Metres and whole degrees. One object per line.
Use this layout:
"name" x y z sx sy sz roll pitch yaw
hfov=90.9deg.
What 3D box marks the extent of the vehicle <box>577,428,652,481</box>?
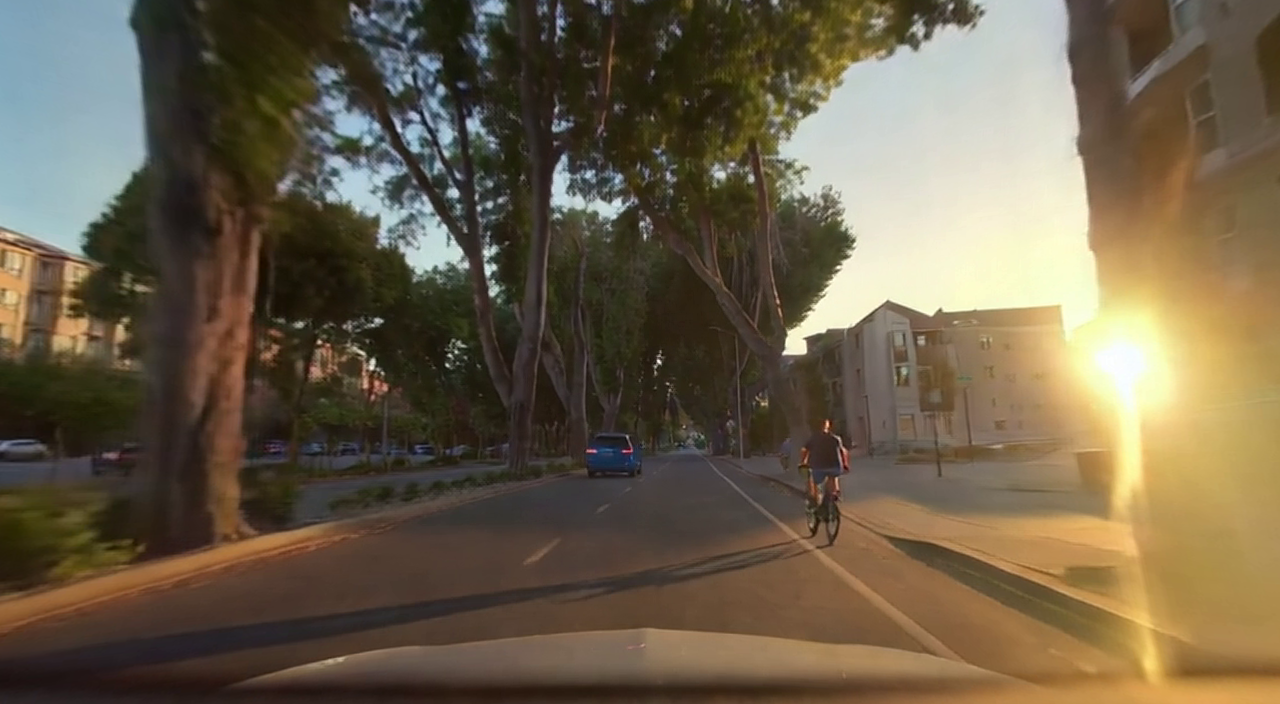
"vehicle" -0.866 3.997 24.959 2.294 1.859 5.127 -1 -8 5
